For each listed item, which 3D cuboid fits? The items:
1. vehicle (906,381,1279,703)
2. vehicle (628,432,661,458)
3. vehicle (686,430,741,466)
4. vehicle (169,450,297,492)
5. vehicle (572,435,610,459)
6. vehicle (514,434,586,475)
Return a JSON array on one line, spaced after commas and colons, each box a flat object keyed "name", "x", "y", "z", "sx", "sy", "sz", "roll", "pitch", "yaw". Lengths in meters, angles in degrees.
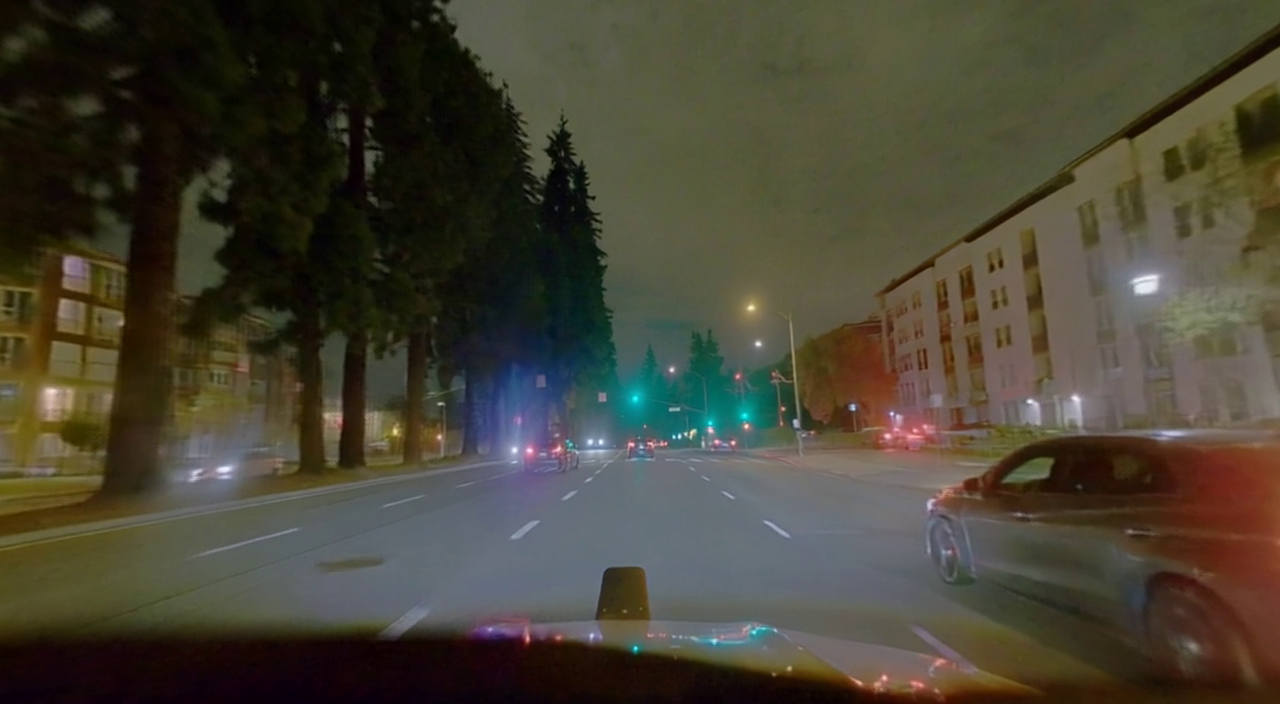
[{"name": "vehicle", "x": 3.668, "y": 1.074, "z": 3.869, "sx": 2.128, "sy": 1.502, "sz": 4.572, "roll": 0, "pitch": -8, "yaw": 1}, {"name": "vehicle", "x": 0.279, "y": 6.315, "z": 42.648, "sx": 2.110, "sy": 1.662, "sz": 4.262, "roll": 0, "pitch": -8, "yaw": 0}, {"name": "vehicle", "x": 3.556, "y": 4.783, "z": 31.404, "sx": 2.137, "sy": 1.646, "sz": 4.488, "roll": 0, "pitch": -8, "yaw": -1}, {"name": "vehicle", "x": -15.752, "y": 4.613, "z": 24.749, "sx": 1.901, "sy": 1.438, "sz": 4.557, "roll": 0, "pitch": -8, "yaw": 1}, {"name": "vehicle", "x": -3.209, "y": 6.360, "z": 42.284, "sx": 1.997, "sy": 1.479, "sz": 4.547, "roll": 0, "pitch": -8, "yaw": 2}, {"name": "vehicle", "x": -3.489, "y": 4.080, "z": 25.339, "sx": 2.049, "sy": 1.485, "sz": 4.656, "roll": 0, "pitch": -8, "yaw": 2}]
